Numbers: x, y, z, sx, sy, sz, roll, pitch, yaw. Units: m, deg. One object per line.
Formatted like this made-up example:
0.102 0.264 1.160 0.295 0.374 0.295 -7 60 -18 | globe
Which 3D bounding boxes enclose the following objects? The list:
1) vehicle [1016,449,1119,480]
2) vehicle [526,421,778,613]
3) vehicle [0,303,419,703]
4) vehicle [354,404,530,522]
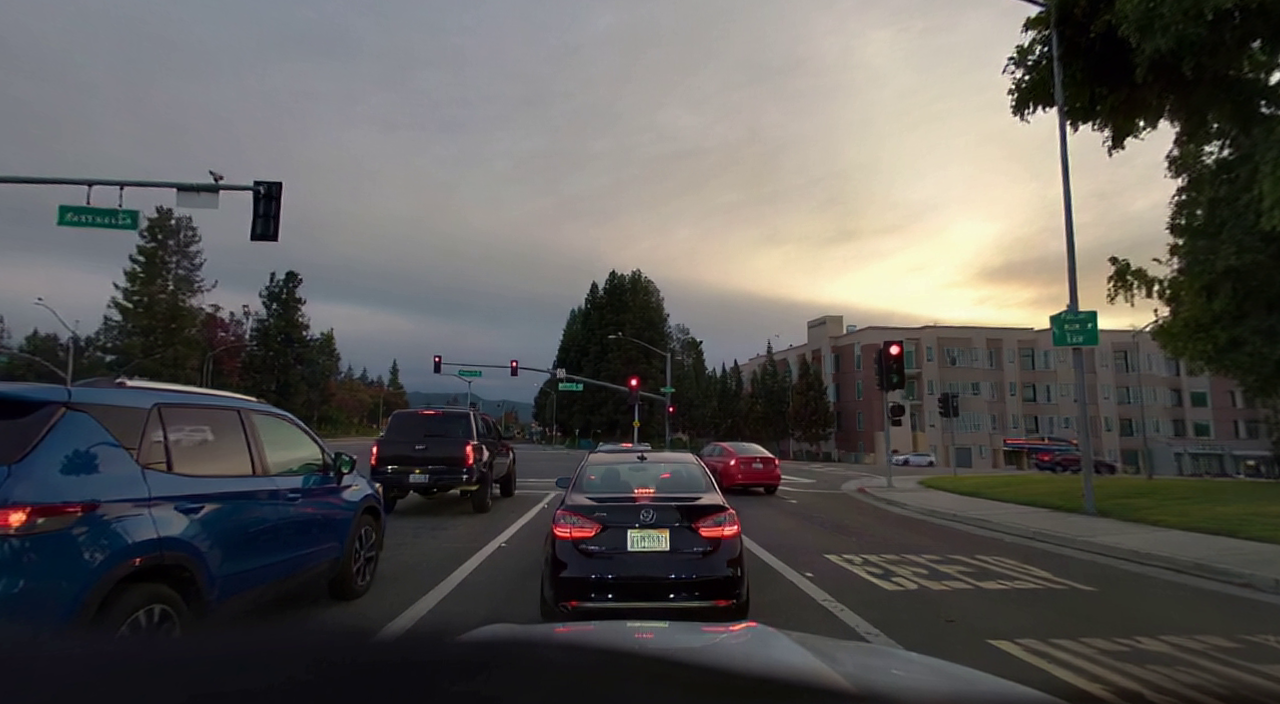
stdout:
26.991 7.095 40.041 4.874 1.854 2.230 0 -8 -1 | vehicle
-0.061 1.629 7.275 2.001 1.483 4.442 0 -8 -4 | vehicle
-3.142 1.014 4.142 1.924 1.737 4.387 0 -8 -2 | vehicle
-3.874 2.313 13.689 2.305 1.984 5.586 0 -8 -4 | vehicle
